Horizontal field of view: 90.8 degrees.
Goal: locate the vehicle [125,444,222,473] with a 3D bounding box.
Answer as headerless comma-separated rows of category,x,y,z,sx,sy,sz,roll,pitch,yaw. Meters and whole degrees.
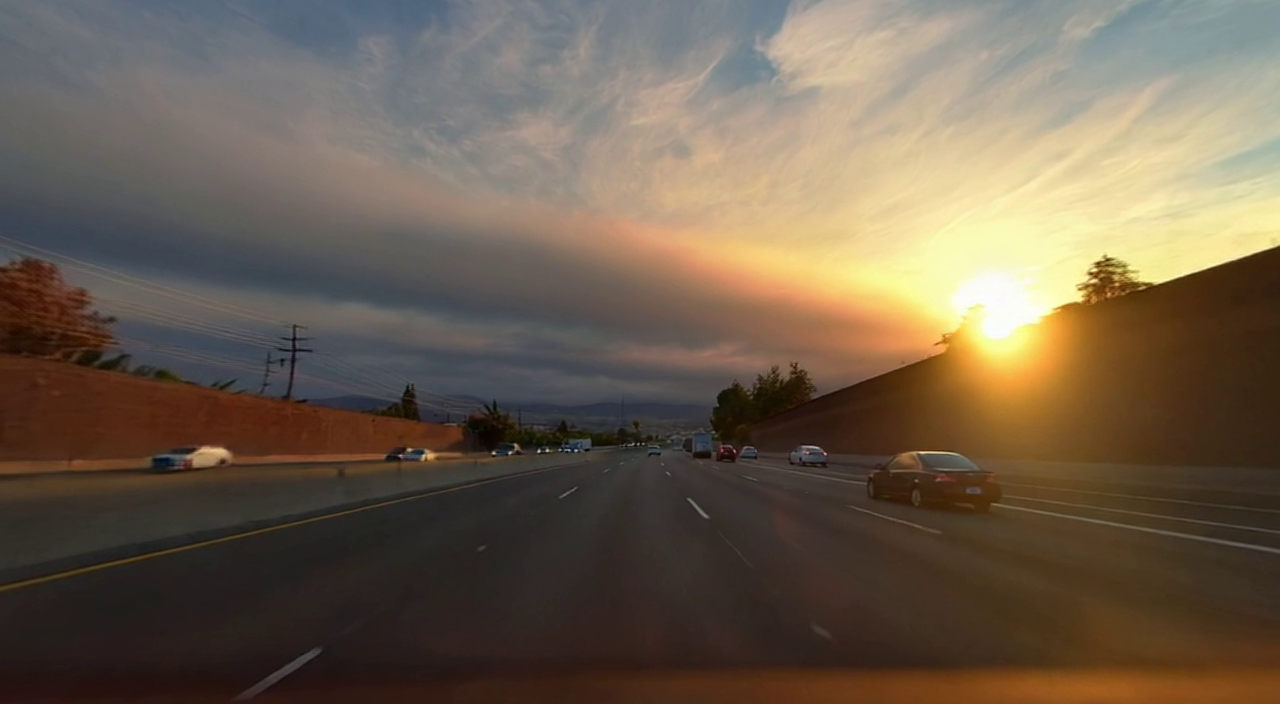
vehicle,-25.941,5.925,35.368,1.867,1.484,4.596,0,-9,1

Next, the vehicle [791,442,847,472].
vehicle,11.061,6.527,39.374,2.151,1.734,4.519,0,-9,0

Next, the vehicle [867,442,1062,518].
vehicle,7.243,2.873,14.789,2.047,1.479,4.593,0,-9,-1
